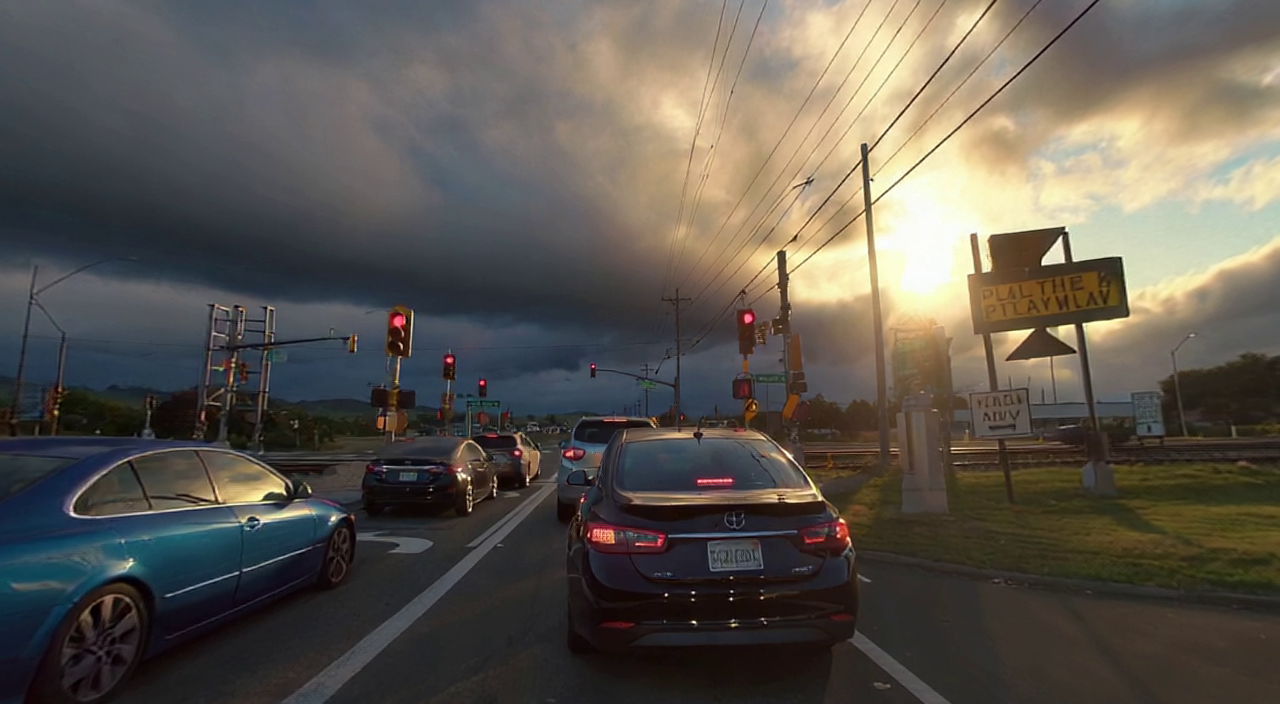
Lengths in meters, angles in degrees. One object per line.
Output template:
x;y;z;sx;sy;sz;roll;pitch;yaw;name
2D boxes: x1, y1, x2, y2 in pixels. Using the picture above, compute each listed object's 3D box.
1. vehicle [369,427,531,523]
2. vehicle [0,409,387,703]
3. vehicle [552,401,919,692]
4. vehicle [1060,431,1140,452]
-3.360;2.260;12.085;1.984;1.505;3.982;0;-9;-2;vehicle
-3.711;1.250;4.458;1.956;1.468;4.585;0;-9;0;vehicle
0.405;1.338;5.460;1.998;1.529;3.960;1;-9;-4;vehicle
34.010;6.627;46.787;4.453;1.476;1.887;0;-9;0;vehicle
